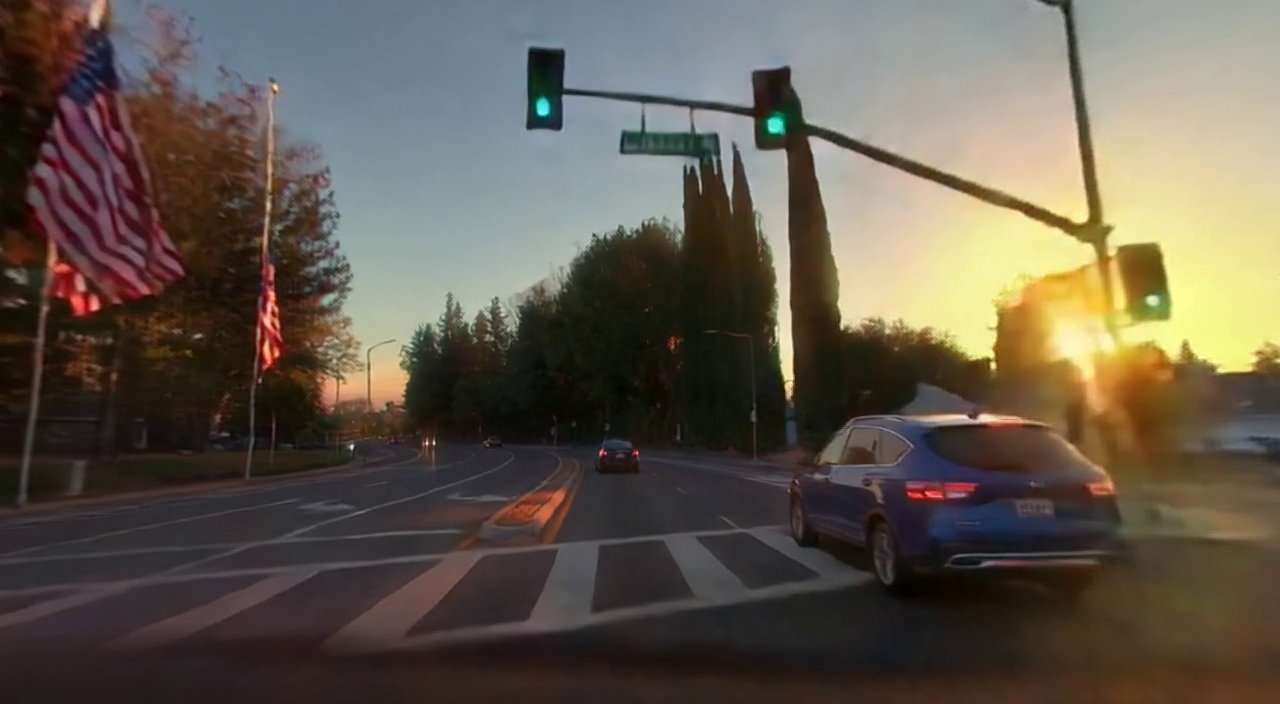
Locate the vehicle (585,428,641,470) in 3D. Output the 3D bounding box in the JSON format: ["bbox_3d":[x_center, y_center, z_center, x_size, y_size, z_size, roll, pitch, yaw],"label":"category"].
[{"bbox_3d":[-1.393,4.687,30.675,2.185,1.822,4.583,2,-8,-9],"label":"vehicle"}]

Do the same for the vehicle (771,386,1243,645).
[{"bbox_3d":[2.898,1.393,6.500,2.024,1.686,4.588,1,-8,-1],"label":"vehicle"}]
